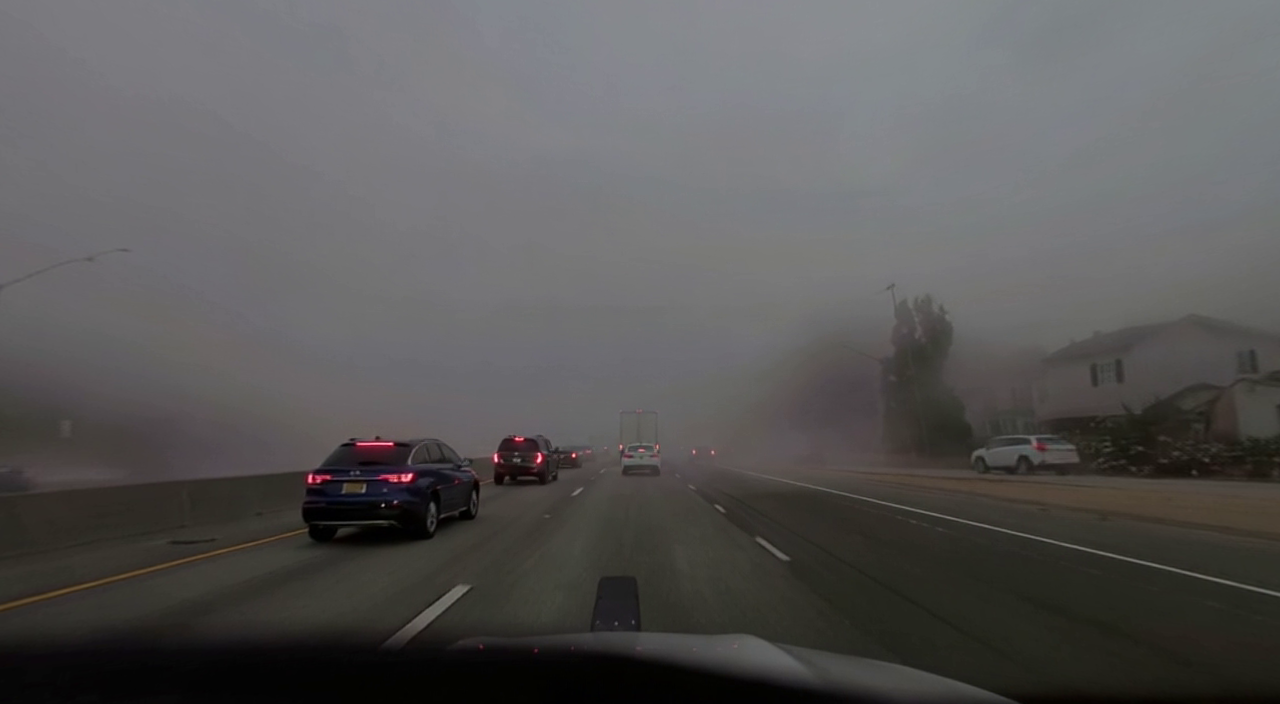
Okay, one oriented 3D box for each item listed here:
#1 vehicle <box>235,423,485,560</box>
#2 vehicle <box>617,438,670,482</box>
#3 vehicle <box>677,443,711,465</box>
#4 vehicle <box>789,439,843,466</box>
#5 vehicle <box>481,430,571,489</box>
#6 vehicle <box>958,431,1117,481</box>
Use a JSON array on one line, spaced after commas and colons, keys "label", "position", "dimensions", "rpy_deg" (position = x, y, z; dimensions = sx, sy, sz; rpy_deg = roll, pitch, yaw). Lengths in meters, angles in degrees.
[{"label": "vehicle", "position": [-3.931, 2.022, 9.801], "dimensions": [1.988, 1.668, 4.021], "rpy_deg": [0, -9, 0]}, {"label": "vehicle", "position": [0.131, 4.518, 26.663], "dimensions": [2.063, 1.703, 4.203], "rpy_deg": [0, -9, 0]}, {"label": "vehicle", "position": [3.937, 7.522, 46.730], "dimensions": [2.027, 1.554, 4.252], "rpy_deg": [0, -9, -1]}, {"label": "vehicle", "position": [11.671, 6.702, 42.143], "dimensions": [2.048, 1.674, 4.106], "rpy_deg": [1, -9, -5]}, {"label": "vehicle", "position": [-4.084, 3.997, 23.799], "dimensions": [2.301, 1.944, 5.482], "rpy_deg": [0, -9, 1]}, {"label": "vehicle", "position": [13.272, 3.533, 21.560], "dimensions": [1.905, 1.490, 4.826], "rpy_deg": [1, -9, -6]}]
